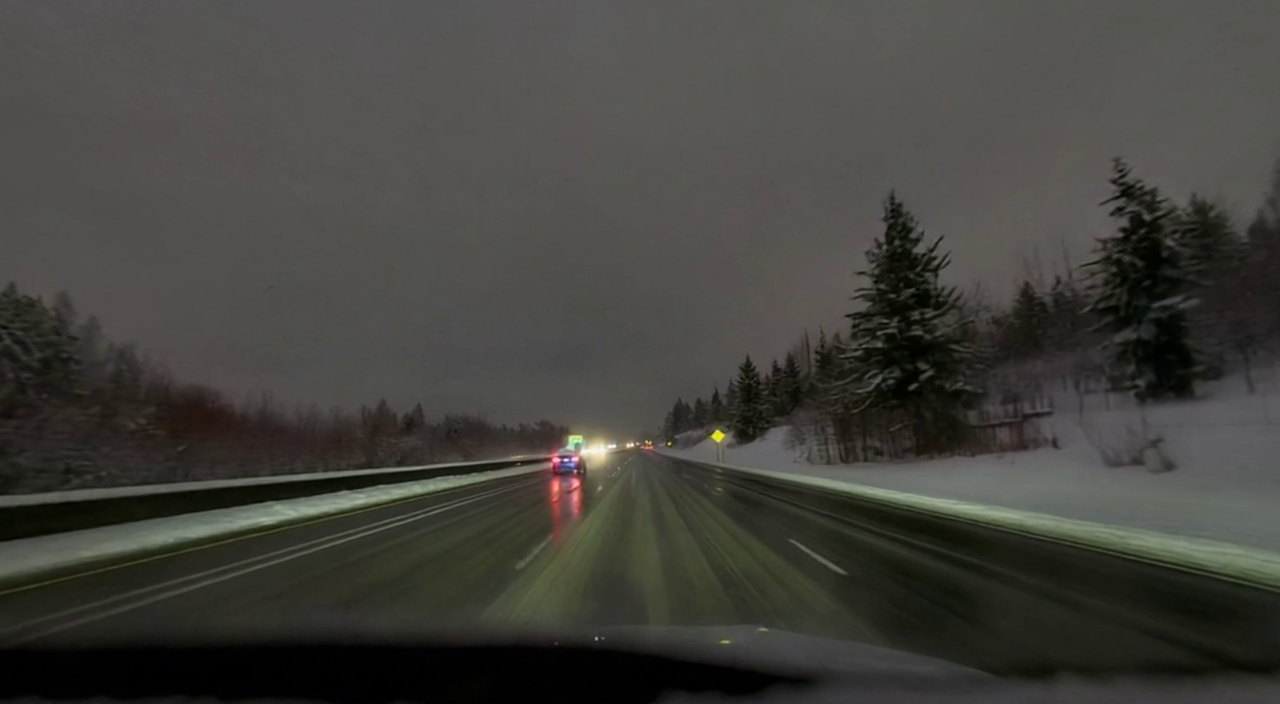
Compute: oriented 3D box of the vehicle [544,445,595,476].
[{"bbox_3d":[-3.736,5.858,34.222,2.160,1.552,4.592,0,-9,1],"label":"vehicle"}]
